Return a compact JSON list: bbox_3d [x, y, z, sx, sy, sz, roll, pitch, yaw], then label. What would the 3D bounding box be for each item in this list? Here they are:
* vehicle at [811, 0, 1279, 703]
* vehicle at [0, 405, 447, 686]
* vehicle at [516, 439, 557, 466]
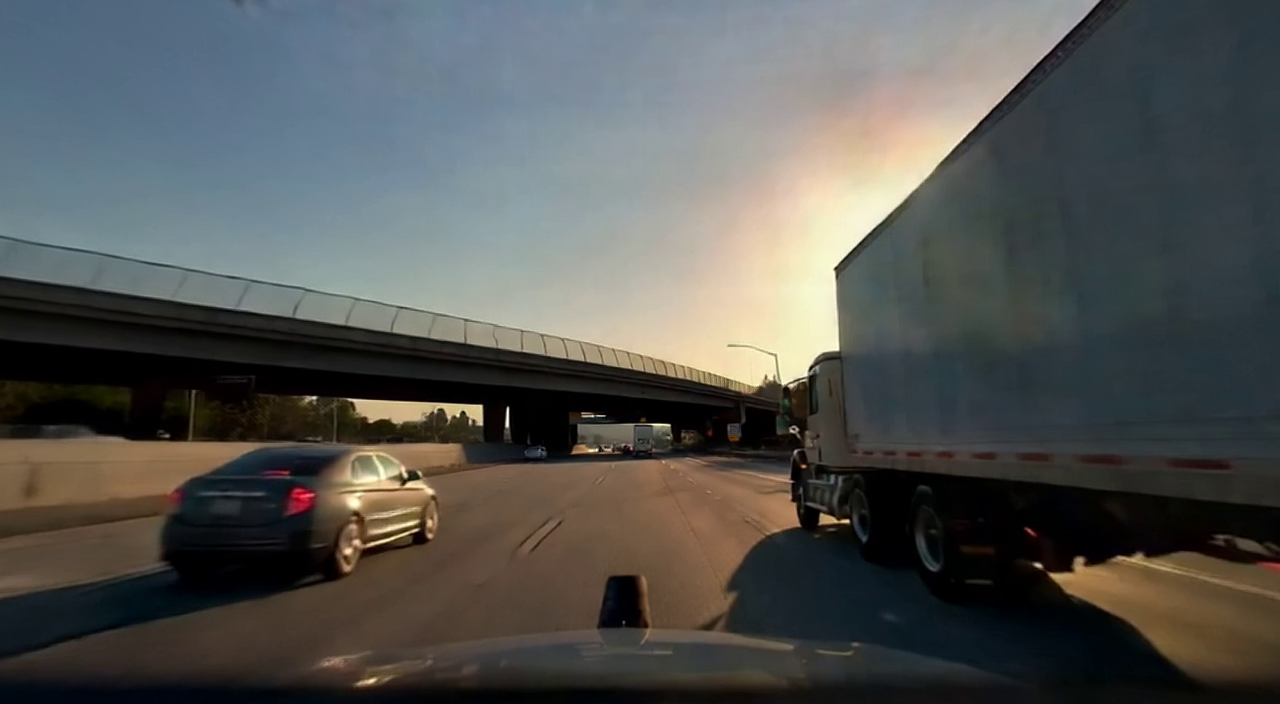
[{"bbox_3d":[3.773,0.091,2.824,3.049,3.395,10.595,0,-9,0],"label":"vehicle"},{"bbox_3d":[-3.728,1.433,5.984,2.143,1.529,4.918,0,-9,1],"label":"vehicle"},{"bbox_3d":[-6.890,6.731,42.233,1.980,1.666,4.562,0,-9,1],"label":"vehicle"}]
